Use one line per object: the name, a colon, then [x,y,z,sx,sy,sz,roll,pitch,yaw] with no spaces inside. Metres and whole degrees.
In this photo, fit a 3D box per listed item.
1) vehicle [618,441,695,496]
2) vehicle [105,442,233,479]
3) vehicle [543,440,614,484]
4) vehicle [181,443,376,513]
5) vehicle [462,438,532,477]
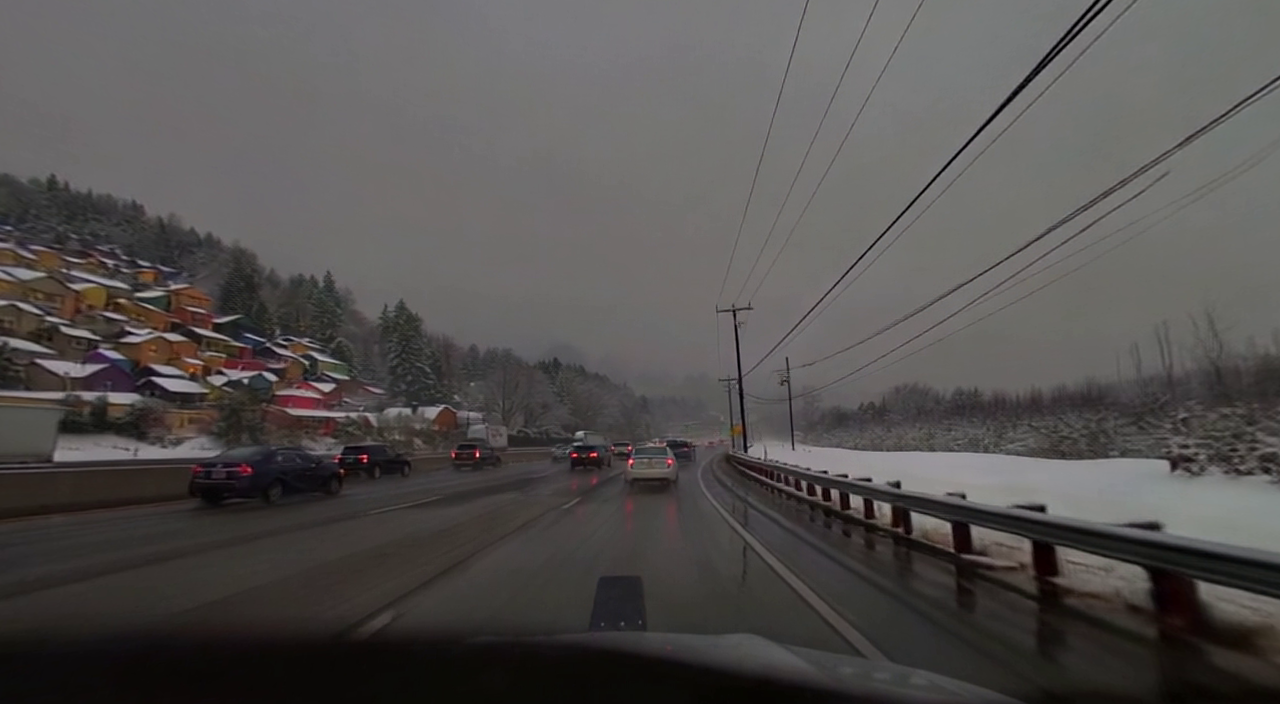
vehicle: [0.585,3.511,19.406,2.109,1.495,3.935,-1,-8,4]
vehicle: [-20.947,4.816,28.328,1.902,1.536,4.561,-1,-8,6]
vehicle: [-2.448,4.518,26.269,2.121,1.639,4.383,-1,-8,6]
vehicle: [-8.738,3.041,15.833,1.959,1.469,4.450,-1,-8,5]
vehicle: [-7.215,5.358,32.396,2.080,1.833,4.461,-1,-8,7]
